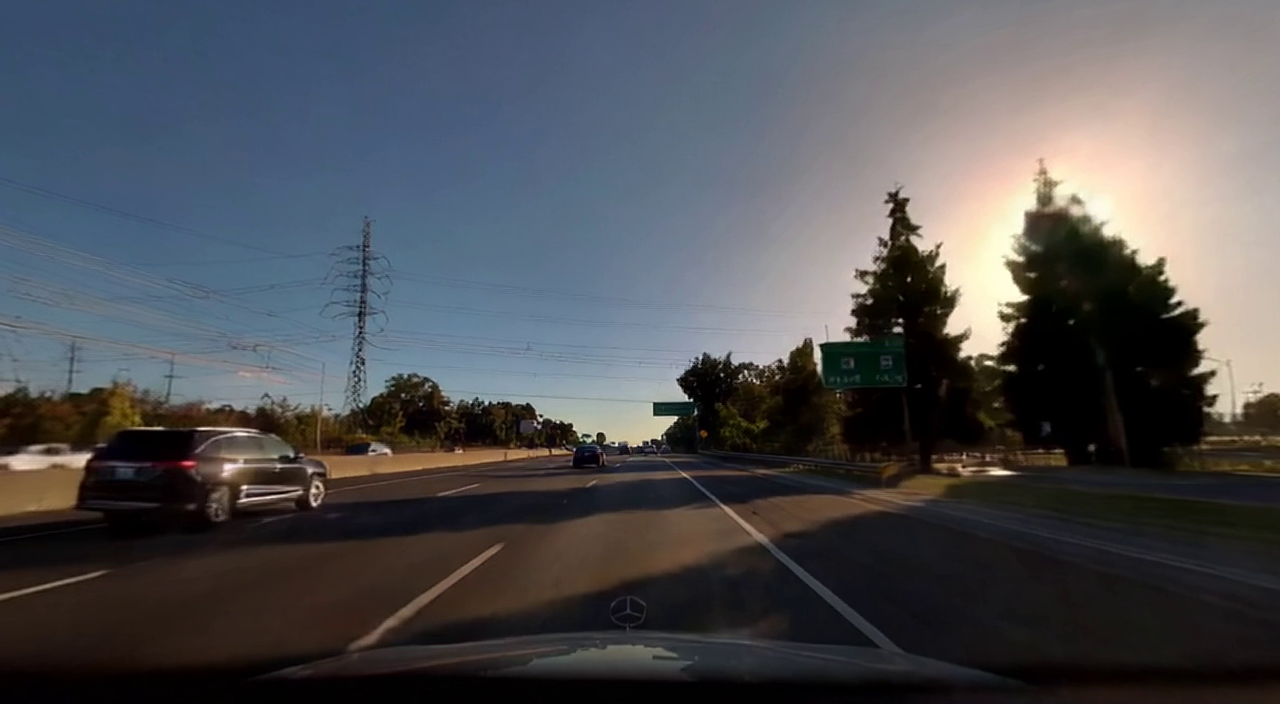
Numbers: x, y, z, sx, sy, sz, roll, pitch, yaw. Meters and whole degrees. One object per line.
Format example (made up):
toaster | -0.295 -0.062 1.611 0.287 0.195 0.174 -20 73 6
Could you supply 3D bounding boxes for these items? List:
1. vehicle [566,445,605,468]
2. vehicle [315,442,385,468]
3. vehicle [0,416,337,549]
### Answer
vehicle | -3.454 6.755 40.881 2.048 1.368 4.613 0 -9 1
vehicle | -18.312 6.505 40.049 2.120 1.532 4.534 0 -9 2
vehicle | -7.393 2.050 10.601 2.118 1.696 4.836 0 -9 1
